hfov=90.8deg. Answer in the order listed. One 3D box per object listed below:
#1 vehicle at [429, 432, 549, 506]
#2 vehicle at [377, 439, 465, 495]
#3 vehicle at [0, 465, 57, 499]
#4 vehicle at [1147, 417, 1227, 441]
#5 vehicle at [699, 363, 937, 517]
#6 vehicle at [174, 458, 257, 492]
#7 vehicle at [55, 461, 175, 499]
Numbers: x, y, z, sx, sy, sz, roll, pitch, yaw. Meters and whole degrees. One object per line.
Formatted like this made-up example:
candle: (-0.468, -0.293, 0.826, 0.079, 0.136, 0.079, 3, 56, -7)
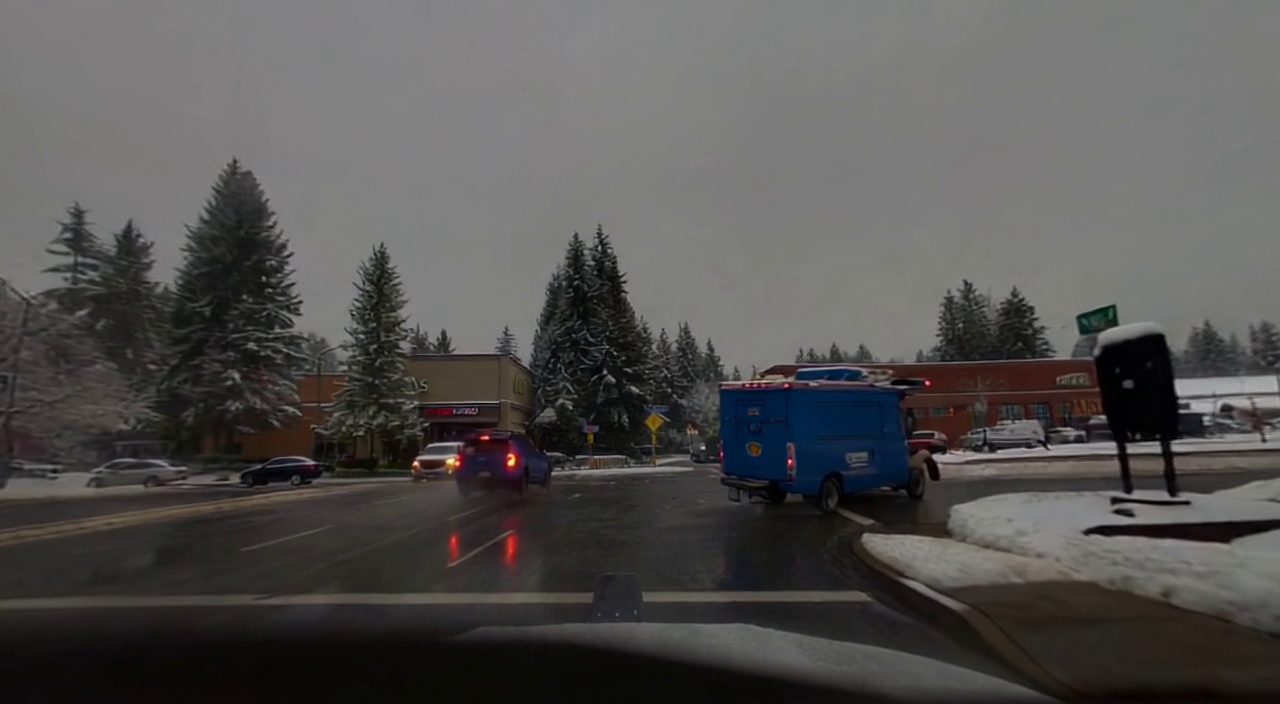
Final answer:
vehicle: (-3.960, 3.152, 17.506, 2.102, 1.744, 4.630, 0, -8, 1)
vehicle: (-7.285, 3.827, 21.477, 1.997, 1.679, 4.263, 1, -9, -8)
vehicle: (-38.937, 8.060, 38.960, 4.136, 1.863, 1.785, -3, -9, 0)
vehicle: (41.778, 5.873, 48.328, 3.879, 1.626, 2.382, -3, -7, -1)
vehicle: (4.384, 2.096, 15.058, 5.938, 2.954, 2.463, 7, -11, -40)
vehicle: (-25.248, 7.279, 37.608, 3.721, 1.450, 1.824, -7, -7, 1)
vehicle: (-27.115, 6.624, 32.759, 4.583, 1.556, 1.893, -3, -6, 0)
